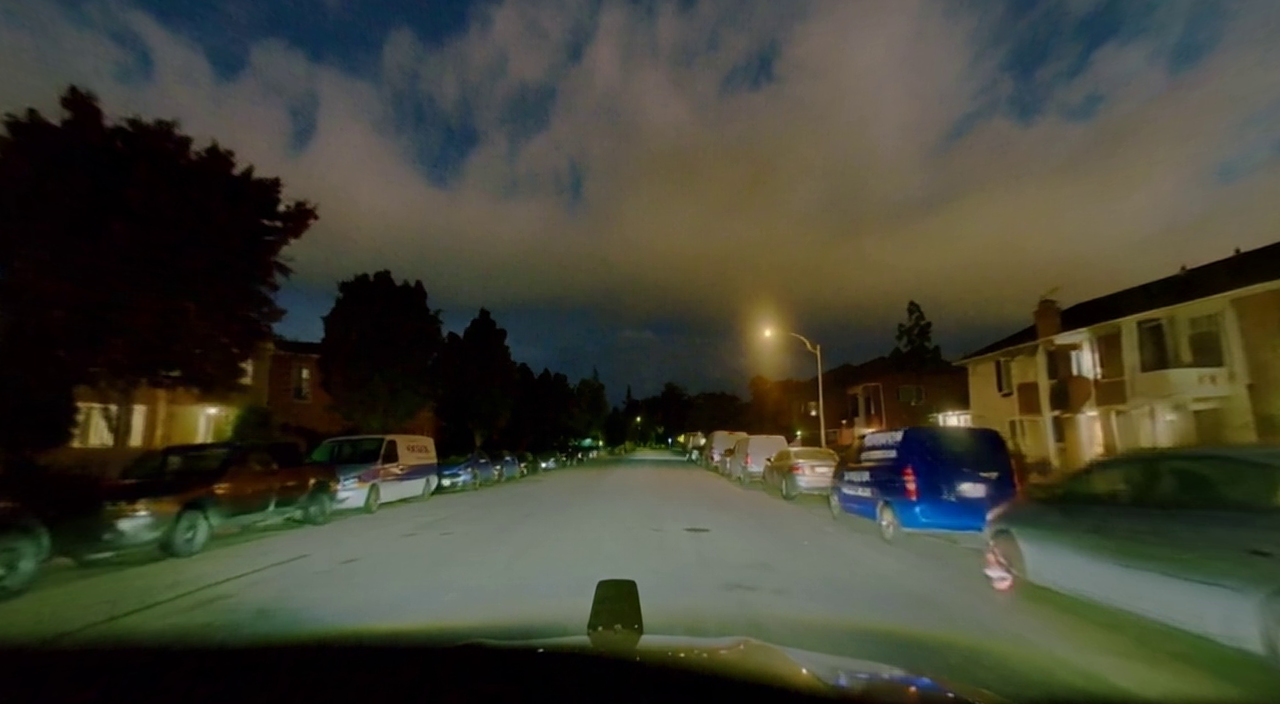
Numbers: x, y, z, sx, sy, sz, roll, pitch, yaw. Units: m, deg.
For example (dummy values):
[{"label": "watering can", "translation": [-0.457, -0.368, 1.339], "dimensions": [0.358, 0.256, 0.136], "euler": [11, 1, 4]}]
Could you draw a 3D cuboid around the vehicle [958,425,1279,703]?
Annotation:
[{"label": "vehicle", "translation": [4.241, 1.236, 4.060], "dimensions": [1.845, 1.475, 4.997], "euler": [0, -9, 1]}]

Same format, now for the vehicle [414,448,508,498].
[{"label": "vehicle", "translation": [-6.312, 4.287, 22.865], "dimensions": [1.840, 1.476, 4.739], "euler": [-2, -8, 3]}]

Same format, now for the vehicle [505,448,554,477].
[{"label": "vehicle", "translation": [-6.282, 6.333, 36.514], "dimensions": [1.869, 1.467, 4.921], "euler": [-1, -9, 1]}]

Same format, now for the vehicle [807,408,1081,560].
[{"label": "vehicle", "translation": [4.369, 1.990, 10.311], "dimensions": [1.985, 1.819, 5.163], "euler": [0, -9, 1]}]

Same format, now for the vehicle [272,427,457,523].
[{"label": "vehicle", "translation": [-6.760, 3.057, 16.491], "dimensions": [2.085, 1.997, 5.755], "euler": [-2, -8, 2]}]

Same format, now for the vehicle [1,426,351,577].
[{"label": "vehicle", "translation": [-7.056, 2.290, 10.624], "dimensions": [1.891, 1.780, 5.240], "euler": [-3, -9, 1]}]

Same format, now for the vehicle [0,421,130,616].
[{"label": "vehicle", "translation": [-7.056, 1.323, 4.280], "dimensions": [1.965, 1.797, 6.086], "euler": [-3, -10, 2]}]
